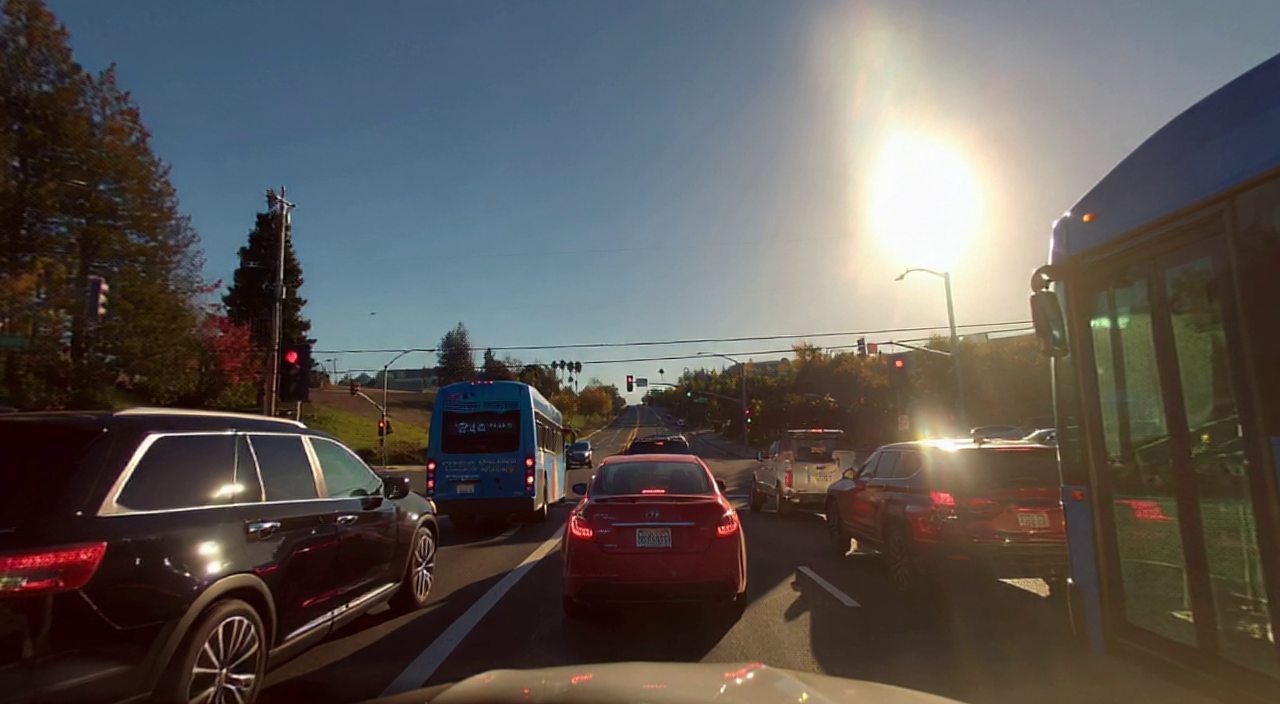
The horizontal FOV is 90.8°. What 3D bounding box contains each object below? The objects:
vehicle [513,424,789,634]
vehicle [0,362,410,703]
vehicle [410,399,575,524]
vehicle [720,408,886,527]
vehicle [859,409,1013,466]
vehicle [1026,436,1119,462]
[{"bbox_3d":[0.075,1.546,6.417,1.976,1.485,3.624,0,-8,0],"label":"vehicle"},{"bbox_3d":[-3.400,1.181,4.623,1.921,1.701,3.989,0,-8,0],"label":"vehicle"},{"bbox_3d":[-2.915,2.348,13.980,2.335,2.221,5.165,0,-8,1],"label":"vehicle"},{"bbox_3d":[3.168,2.396,13.669,2.143,2.036,5.367,0,-8,0],"label":"vehicle"},{"bbox_3d":[17.625,5.133,37.909,7.839,3.213,2.628,0,-8,-3],"label":"vehicle"},{"bbox_3d":[25.924,5.816,37.966,4.229,1.489,1.794,0,-9,-1],"label":"vehicle"}]
